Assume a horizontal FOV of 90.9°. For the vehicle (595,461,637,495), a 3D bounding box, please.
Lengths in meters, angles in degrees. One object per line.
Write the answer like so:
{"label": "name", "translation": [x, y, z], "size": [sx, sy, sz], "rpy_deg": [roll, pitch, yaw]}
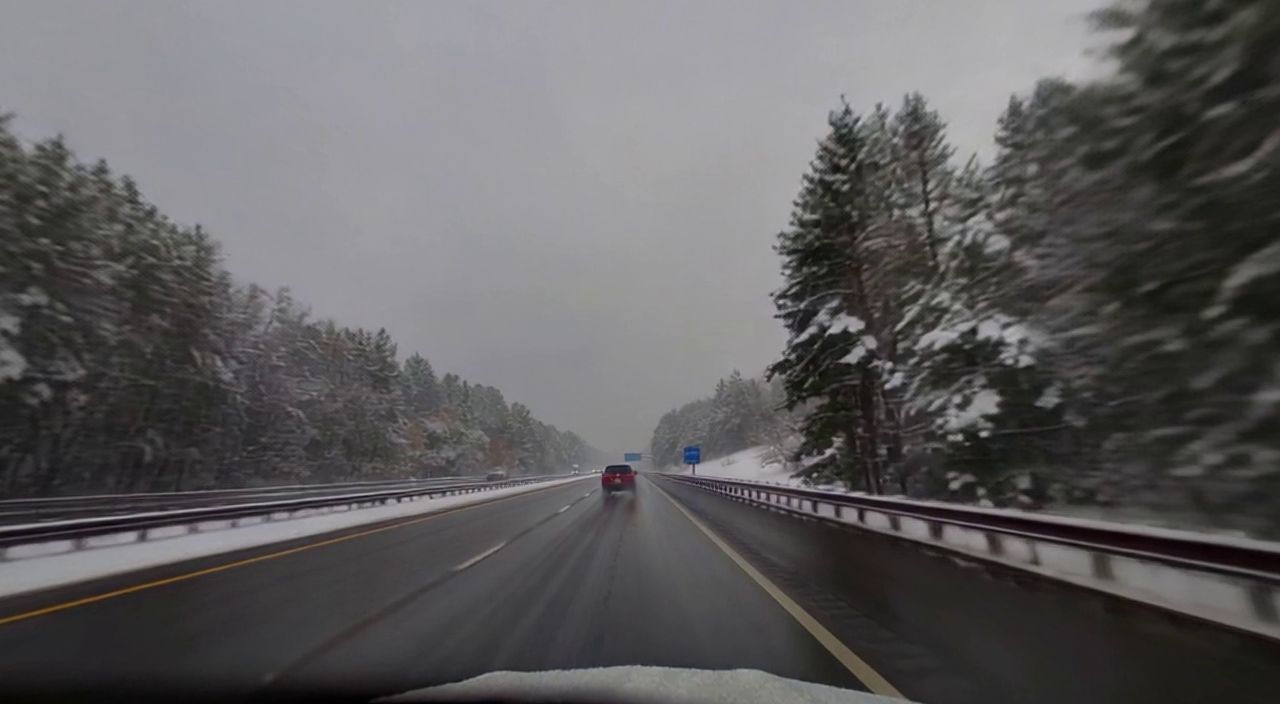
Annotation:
{"label": "vehicle", "translation": [-1.251, 6.891, 34.625], "size": [2.107, 1.668, 4.554], "rpy_deg": [1, -11, 0]}
